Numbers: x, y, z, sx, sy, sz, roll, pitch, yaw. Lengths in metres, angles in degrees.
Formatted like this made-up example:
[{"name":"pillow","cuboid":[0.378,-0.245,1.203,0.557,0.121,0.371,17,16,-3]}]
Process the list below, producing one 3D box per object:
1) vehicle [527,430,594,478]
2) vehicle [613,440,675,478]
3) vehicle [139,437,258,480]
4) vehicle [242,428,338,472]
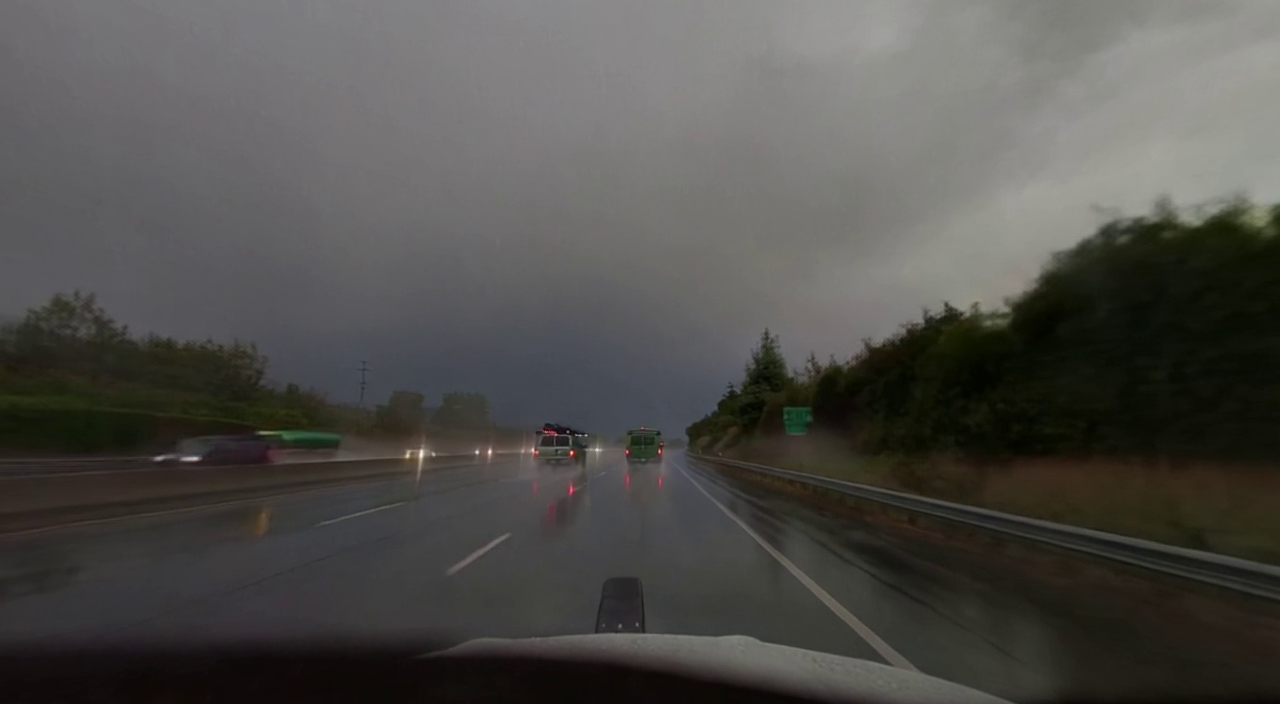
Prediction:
[{"name":"vehicle","cuboid":[-3.442,4.568,28.306,2.250,1.947,4.860,0,-9,2]},{"name":"vehicle","cuboid":[0.243,5.095,30.373,2.715,1.669,5.163,0,-9,2]},{"name":"vehicle","cuboid":[-20.601,4.980,29.714,2.045,1.818,4.751,0,-9,1]},{"name":"vehicle","cuboid":[-24.349,6.856,44.221,2.554,2.802,6.956,-1,-9,1]}]
